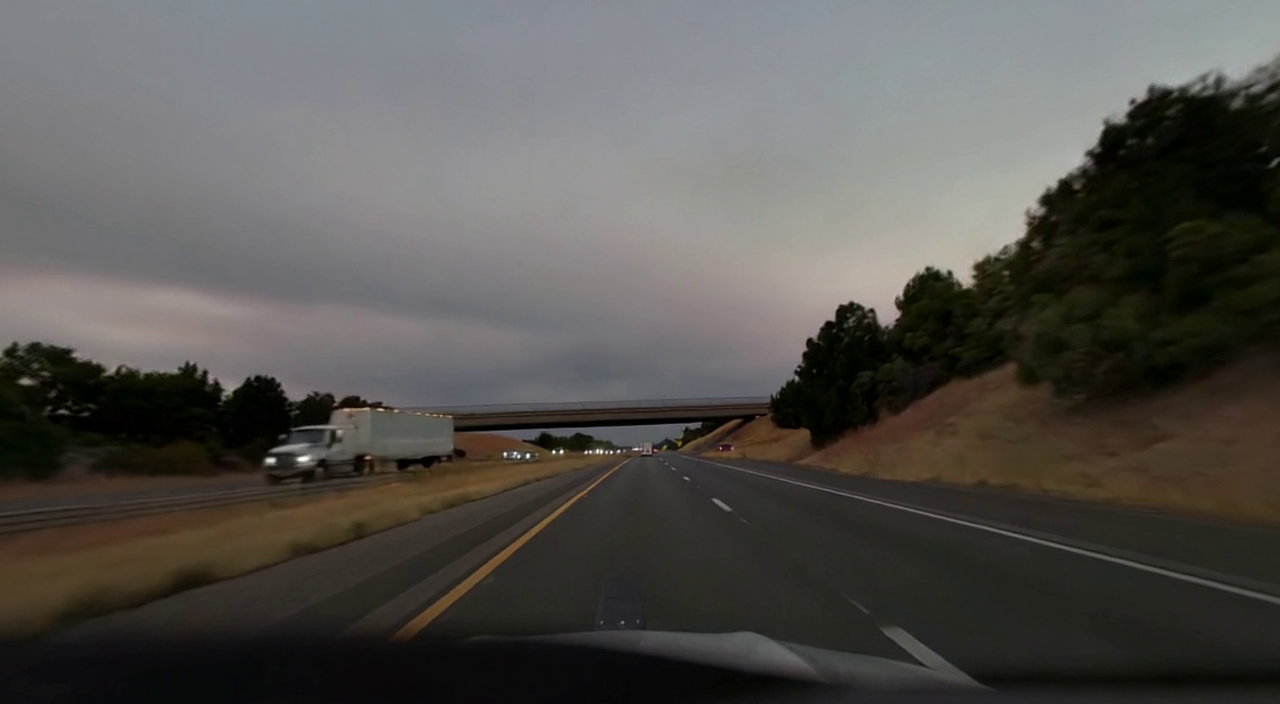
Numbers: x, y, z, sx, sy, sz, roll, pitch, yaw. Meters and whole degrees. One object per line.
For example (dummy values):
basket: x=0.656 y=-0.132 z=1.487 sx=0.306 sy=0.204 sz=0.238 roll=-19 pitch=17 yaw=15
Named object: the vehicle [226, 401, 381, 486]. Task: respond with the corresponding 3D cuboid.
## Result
vehicle: x=-17.271 y=4.844 z=33.284 sx=3.078 sy=3.866 sz=8.973 roll=0 pitch=-8 yaw=1
